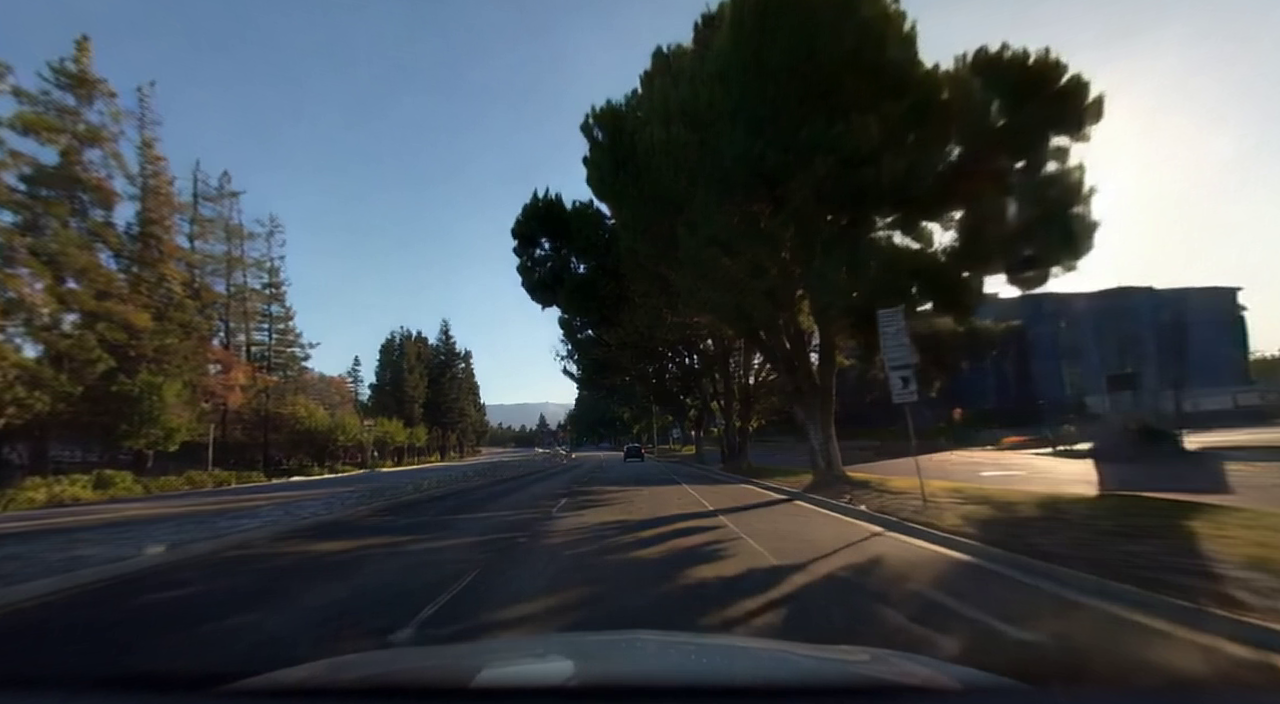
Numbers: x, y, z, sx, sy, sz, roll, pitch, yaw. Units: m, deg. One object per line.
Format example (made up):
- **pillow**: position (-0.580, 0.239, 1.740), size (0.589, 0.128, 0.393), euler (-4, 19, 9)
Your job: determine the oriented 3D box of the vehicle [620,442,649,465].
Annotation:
- **vehicle**: position (-0.459, 7.473, 46.769), size (2.045, 1.613, 4.210), euler (0, -8, -1)
